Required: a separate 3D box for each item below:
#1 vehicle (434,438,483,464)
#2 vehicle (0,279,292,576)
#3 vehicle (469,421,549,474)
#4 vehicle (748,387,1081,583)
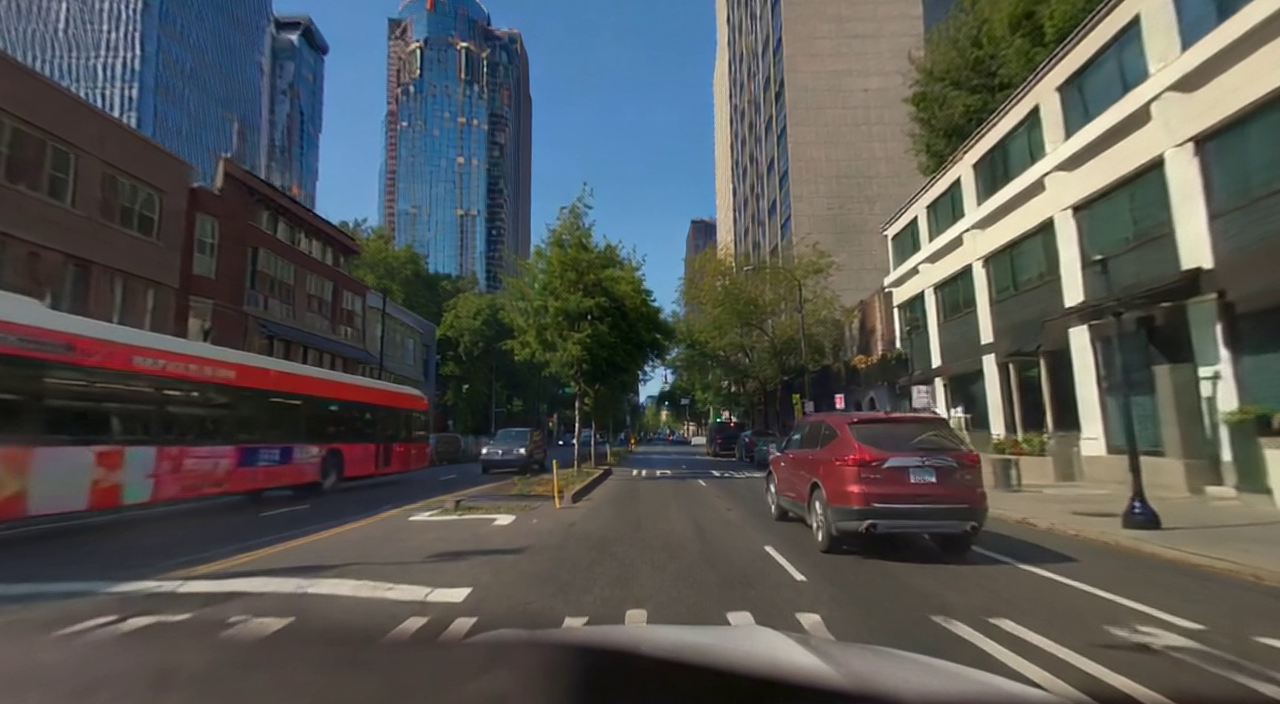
[{"bbox_3d":[-11.791,6.458,41.300,1.937,1.642,4.591,0,-8,-2],"label":"vehicle"},{"bbox_3d":[-8.973,0.946,7.796,3.318,3.359,10.406,0,-8,1],"label":"vehicle"},{"bbox_3d":[-5.031,3.770,25.002,2.030,1.881,4.994,0,-8,1],"label":"vehicle"},{"bbox_3d":[3.066,1.648,8.741,2.118,1.848,5.426,0,-8,-1],"label":"vehicle"}]
